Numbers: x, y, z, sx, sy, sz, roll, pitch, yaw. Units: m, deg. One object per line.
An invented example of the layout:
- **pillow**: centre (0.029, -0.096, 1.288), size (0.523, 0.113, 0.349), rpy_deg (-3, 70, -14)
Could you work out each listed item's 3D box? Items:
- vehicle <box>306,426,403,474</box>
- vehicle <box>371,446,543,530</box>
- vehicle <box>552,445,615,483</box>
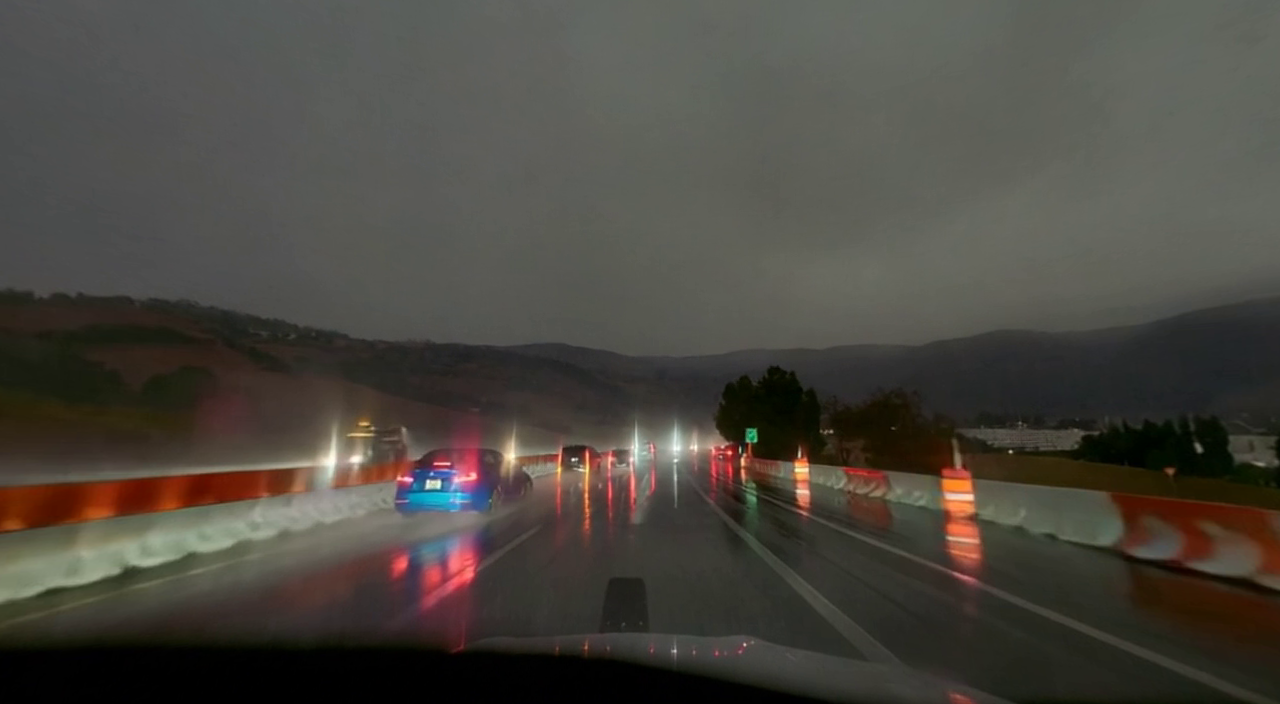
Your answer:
- **vehicle**: centre (-16.360, 5.710, 36.625), size (2.367, 2.544, 6.211), rpy_deg (-1, -9, 4)
- **vehicle**: centre (-3.265, 2.503, 12.179), size (2.061, 1.330, 3.928), rpy_deg (0, -9, 1)
- **vehicle**: centre (-2.304, 4.730, 26.931), size (2.094, 1.480, 4.124), rpy_deg (-1, -9, 3)
